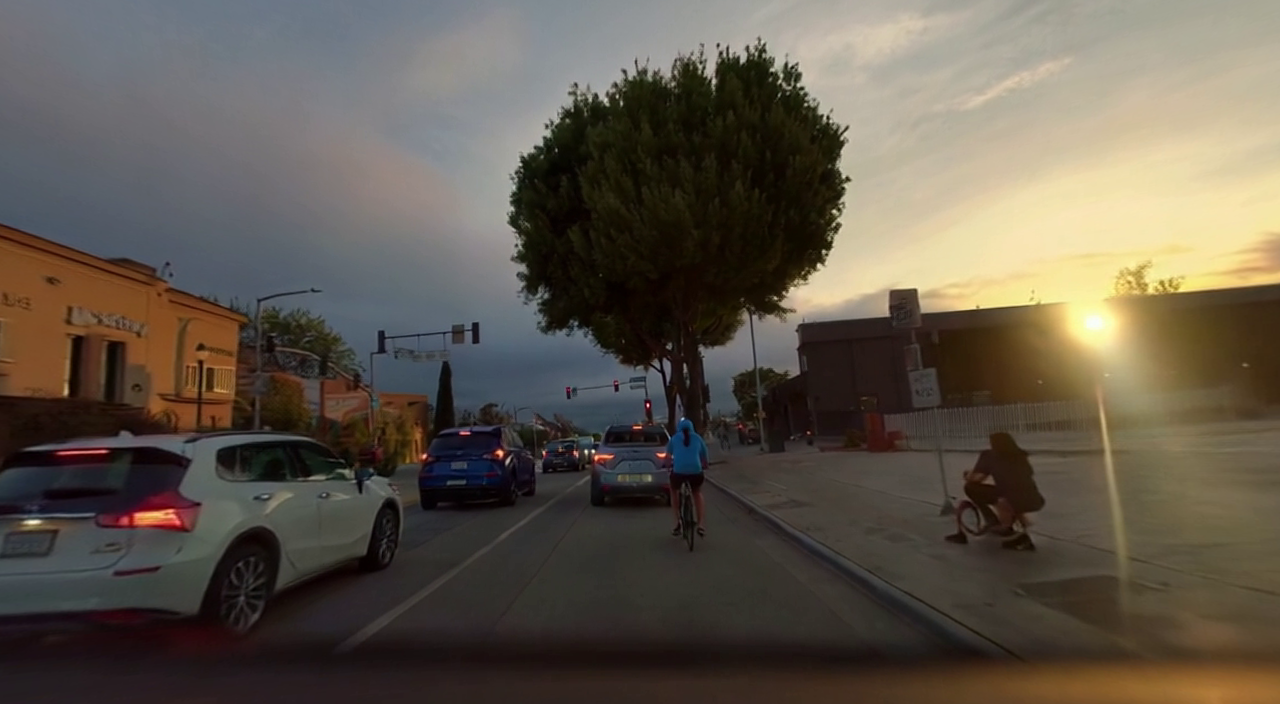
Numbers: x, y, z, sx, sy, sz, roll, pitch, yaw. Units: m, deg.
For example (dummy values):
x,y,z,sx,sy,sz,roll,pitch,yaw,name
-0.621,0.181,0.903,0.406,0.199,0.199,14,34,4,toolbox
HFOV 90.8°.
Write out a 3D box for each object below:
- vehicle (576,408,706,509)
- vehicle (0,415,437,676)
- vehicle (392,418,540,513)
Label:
x,y,z,sx,sy,sz,roll,pitch,yaw,name
-0.019,2.372,14.378,2.426,1.882,5.027,0,-9,-1,vehicle
-3.599,1.435,5.782,2.064,1.486,4.140,0,-9,0,vehicle
-3.623,2.472,14.145,2.046,1.750,4.452,0,-9,0,vehicle
